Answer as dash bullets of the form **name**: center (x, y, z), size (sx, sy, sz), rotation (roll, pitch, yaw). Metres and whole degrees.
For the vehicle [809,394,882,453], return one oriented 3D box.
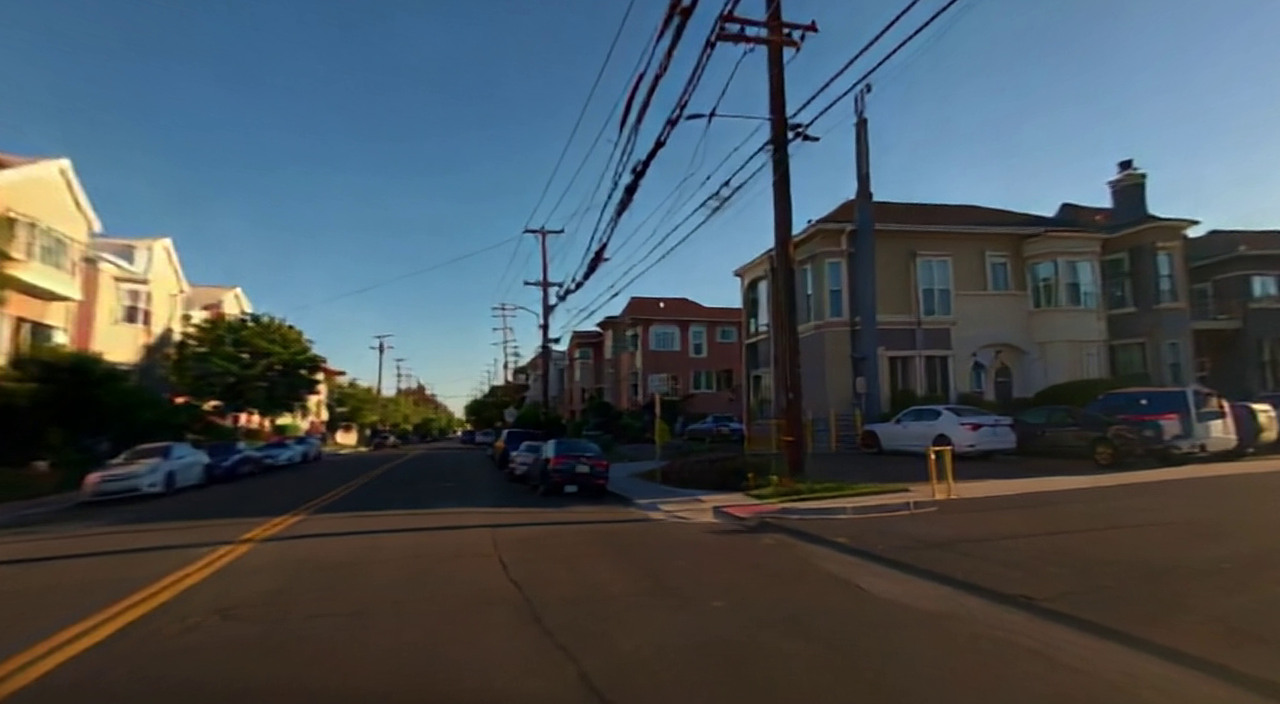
- **vehicle**: center (6.788, 2.408, 20.712), size (2.003, 1.695, 4.195), rotation (-3, -9, 19)

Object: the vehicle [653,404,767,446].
- **vehicle**: center (3.255, 3.641, 30.783), size (2.152, 1.875, 5.778), rotation (6, -10, -35)

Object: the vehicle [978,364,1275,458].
- **vehicle**: center (11.932, 1.614, 15.950), size (5.514, 1.976, 2.153), rotation (-7, -11, 40)

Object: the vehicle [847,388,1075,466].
- **vehicle**: center (7.870, 1.932, 15.828), size (4.648, 1.659, 1.897), rotation (-8, -11, 43)

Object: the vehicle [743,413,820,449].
- **vehicle**: center (7.035, 3.931, 31.696), size (1.754, 1.559, 3.567), rotation (3, -5, -32)

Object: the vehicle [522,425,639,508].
- **vehicle**: center (-1.509, 2.528, 14.445), size (1.914, 1.591, 3.892), rotation (2, -8, -17)

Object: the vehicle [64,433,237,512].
- **vehicle**: center (-12.042, 2.918, 15.931), size (1.913, 1.672, 4.267), rotation (2, -8, -16)
